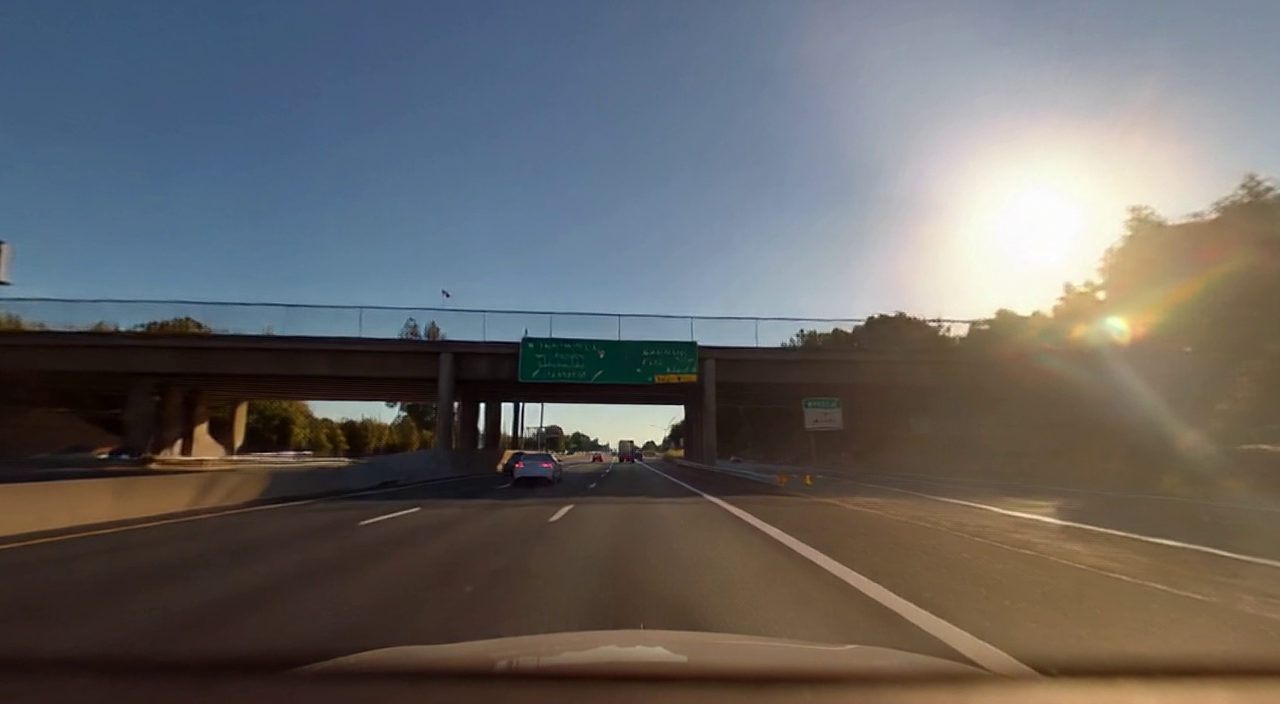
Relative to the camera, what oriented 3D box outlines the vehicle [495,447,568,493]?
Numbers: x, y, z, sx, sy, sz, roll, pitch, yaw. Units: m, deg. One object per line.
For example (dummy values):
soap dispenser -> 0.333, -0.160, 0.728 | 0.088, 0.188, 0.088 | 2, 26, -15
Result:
vehicle -> -4.053, 4.476, 24.212 | 2.070, 1.564, 4.145 | 0, -9, 0
